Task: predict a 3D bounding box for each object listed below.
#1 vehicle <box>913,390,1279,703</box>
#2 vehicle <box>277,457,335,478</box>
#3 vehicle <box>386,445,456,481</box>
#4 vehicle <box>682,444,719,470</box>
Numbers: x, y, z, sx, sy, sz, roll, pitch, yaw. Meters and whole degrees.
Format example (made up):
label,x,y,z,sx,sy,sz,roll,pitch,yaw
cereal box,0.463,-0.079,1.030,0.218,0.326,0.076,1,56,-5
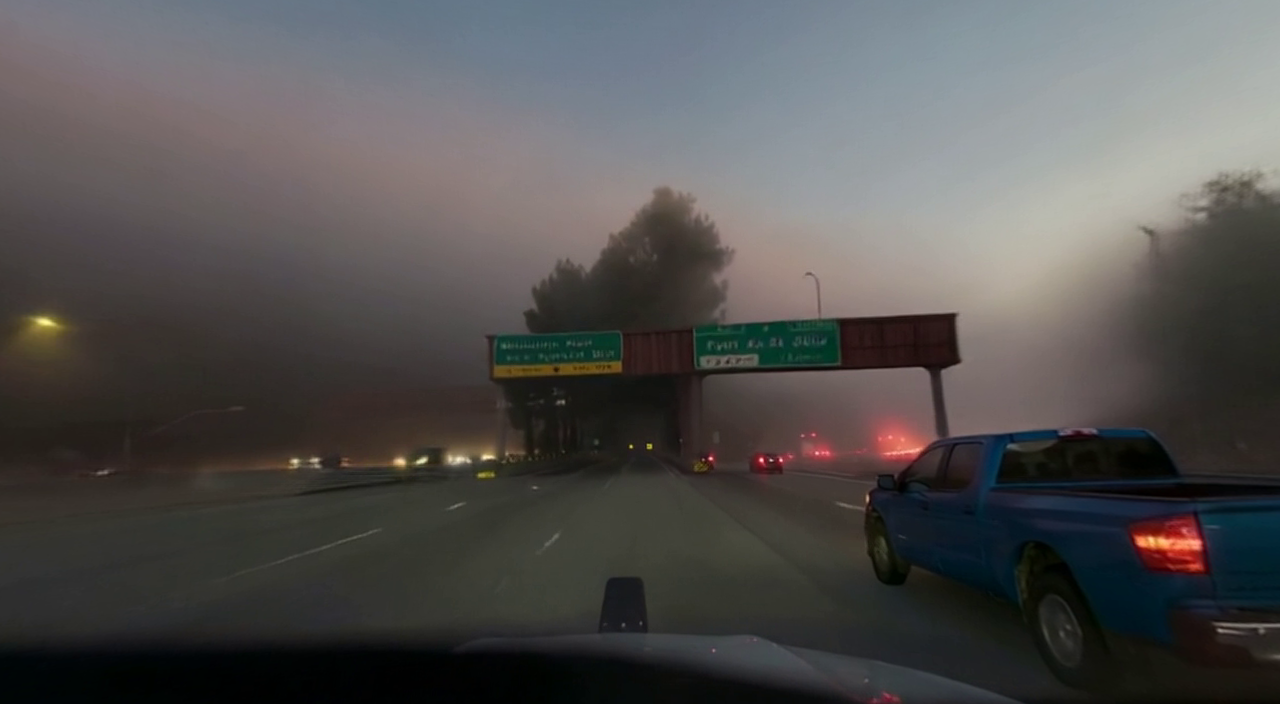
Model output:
label,x,y,z,sx,sy,sz,roll,pitch,yaw
vehicle,3.343,0.981,2.792,2.119,1.524,4.807,0,-8,0
vehicle,-25.551,8.835,48.453,1.845,1.475,4.734,0,-8,0
vehicle,-11.312,5.736,32.933,1.986,1.742,4.461,0,-8,1
vehicle,3.984,7.010,42.235,2.014,1.643,4.039,0,-8,-1
